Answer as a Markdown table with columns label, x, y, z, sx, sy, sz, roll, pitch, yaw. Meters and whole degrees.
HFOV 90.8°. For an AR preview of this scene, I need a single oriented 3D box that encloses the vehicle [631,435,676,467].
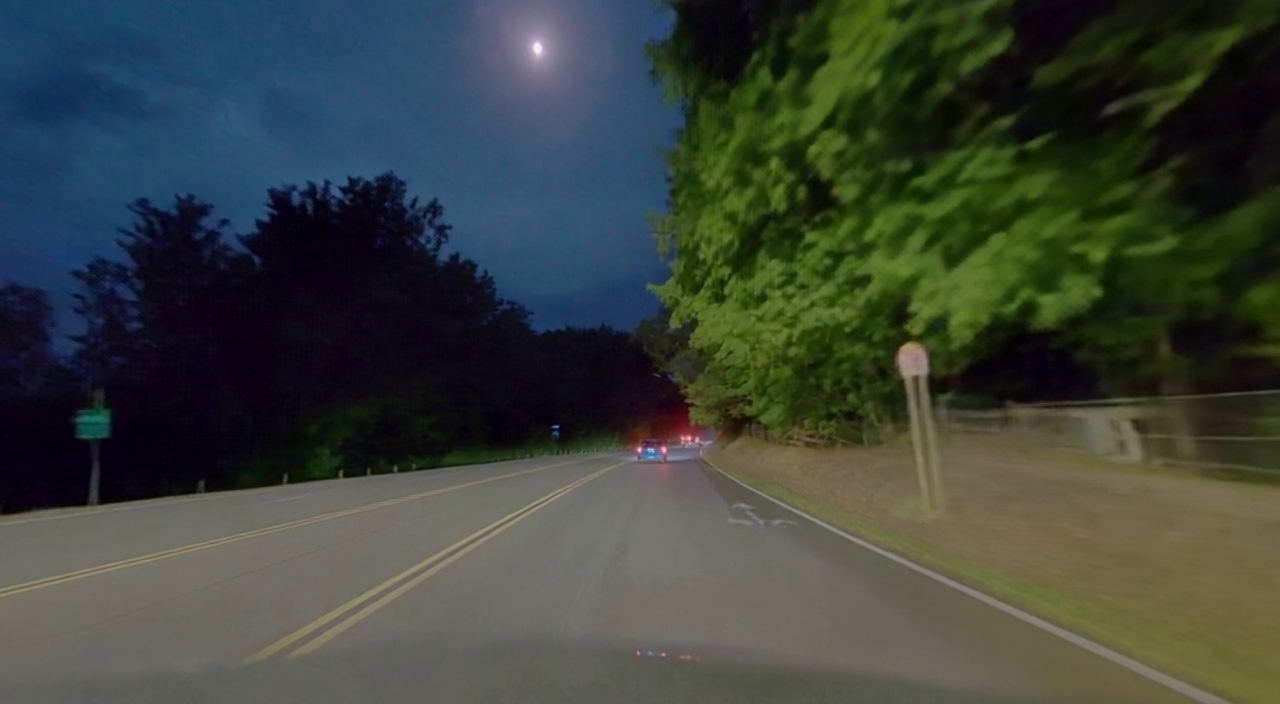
| label | x | y | z | sx | sy | sz | roll | pitch | yaw |
| --- | --- | --- | --- | --- | --- | --- | --- | --- | --- |
| vehicle | 0.816 | 5.592 | 35.712 | 2.294 | 1.708 | 4.110 | -1 | -9 | 4 |
